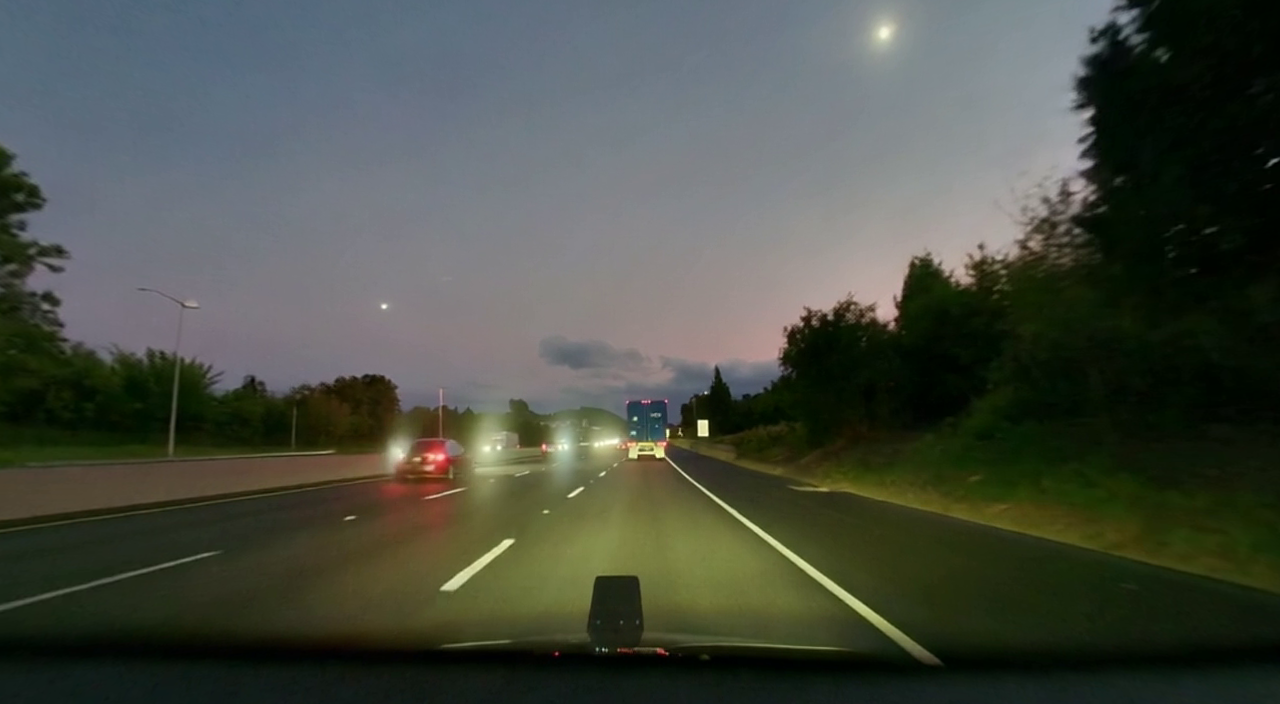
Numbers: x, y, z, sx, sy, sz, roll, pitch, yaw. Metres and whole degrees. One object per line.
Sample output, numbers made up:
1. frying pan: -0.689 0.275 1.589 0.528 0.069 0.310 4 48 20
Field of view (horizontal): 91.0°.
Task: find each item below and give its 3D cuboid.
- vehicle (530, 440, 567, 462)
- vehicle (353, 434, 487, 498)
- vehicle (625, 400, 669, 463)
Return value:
1. vehicle: -6.785 7.390 47.236 2.050 1.540 4.766 0 -8 1
2. vehicle: -5.871 3.083 17.530 2.017 1.517 4.766 0 -8 0
3. vehicle: 0.483 6.313 49.120 2.918 4.124 14.567 0 -8 0
